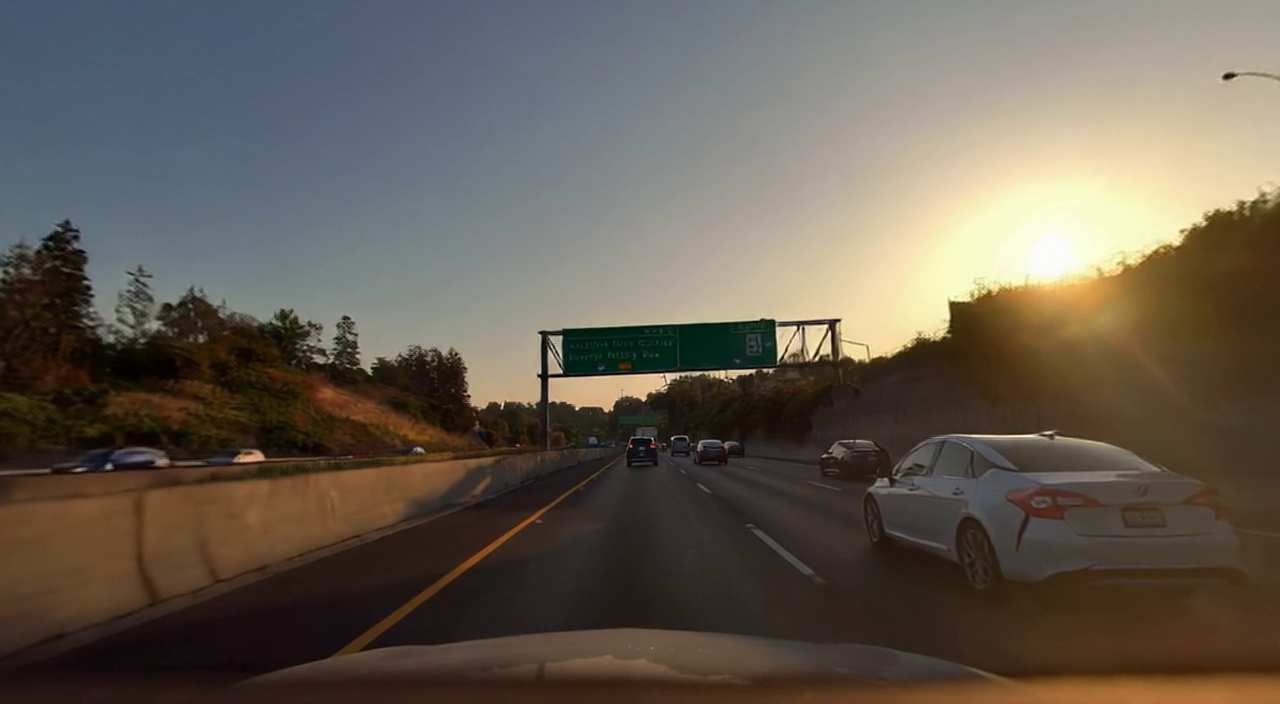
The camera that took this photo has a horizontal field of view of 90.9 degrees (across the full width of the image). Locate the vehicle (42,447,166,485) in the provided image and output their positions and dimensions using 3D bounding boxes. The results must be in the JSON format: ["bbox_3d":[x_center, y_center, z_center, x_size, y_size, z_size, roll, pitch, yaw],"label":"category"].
[{"bbox_3d":[-27.031,5.739,32.085,2.133,1.710,4.731,0,-8,0],"label":"vehicle"}]

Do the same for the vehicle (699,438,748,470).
[{"bbox_3d":[4.146,5.121,31.896,1.825,1.487,4.034,0,-8,-1],"label":"vehicle"}]

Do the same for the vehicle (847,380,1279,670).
[{"bbox_3d":[3.700,1.314,5.928,2.003,1.661,4.418,0,-8,0],"label":"vehicle"}]

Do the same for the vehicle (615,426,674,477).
[{"bbox_3d":[0.167,4.007,25.518,2.189,1.852,4.038,0,-8,0],"label":"vehicle"}]

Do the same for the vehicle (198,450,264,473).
[{"bbox_3d":[-31.134,8.329,48.190,2.027,1.619,4.468,0,-8,0],"label":"vehicle"}]
